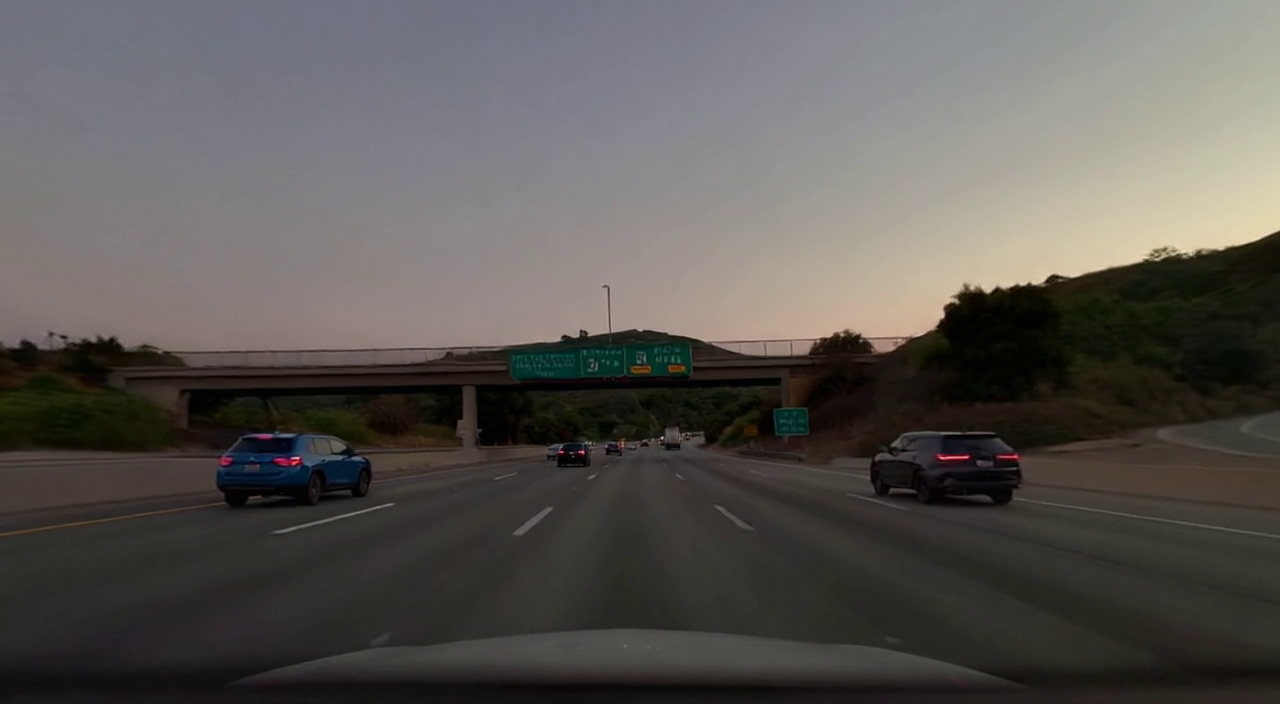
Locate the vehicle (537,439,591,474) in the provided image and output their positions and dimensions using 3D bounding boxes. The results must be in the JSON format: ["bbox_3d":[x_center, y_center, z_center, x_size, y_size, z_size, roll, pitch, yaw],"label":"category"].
[{"bbox_3d":[-3.464,4.869,29.677,1.925,1.509,4.363,0,-9,1],"label":"vehicle"}]

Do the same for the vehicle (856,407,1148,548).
[{"bbox_3d":[5.258,1.893,10.128,1.950,1.719,4.545,0,-9,0],"label":"vehicle"}]

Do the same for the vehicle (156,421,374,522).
[{"bbox_3d":[-7.276,2.348,12.886,1.860,1.694,4.173,0,-9,0],"label":"vehicle"}]
